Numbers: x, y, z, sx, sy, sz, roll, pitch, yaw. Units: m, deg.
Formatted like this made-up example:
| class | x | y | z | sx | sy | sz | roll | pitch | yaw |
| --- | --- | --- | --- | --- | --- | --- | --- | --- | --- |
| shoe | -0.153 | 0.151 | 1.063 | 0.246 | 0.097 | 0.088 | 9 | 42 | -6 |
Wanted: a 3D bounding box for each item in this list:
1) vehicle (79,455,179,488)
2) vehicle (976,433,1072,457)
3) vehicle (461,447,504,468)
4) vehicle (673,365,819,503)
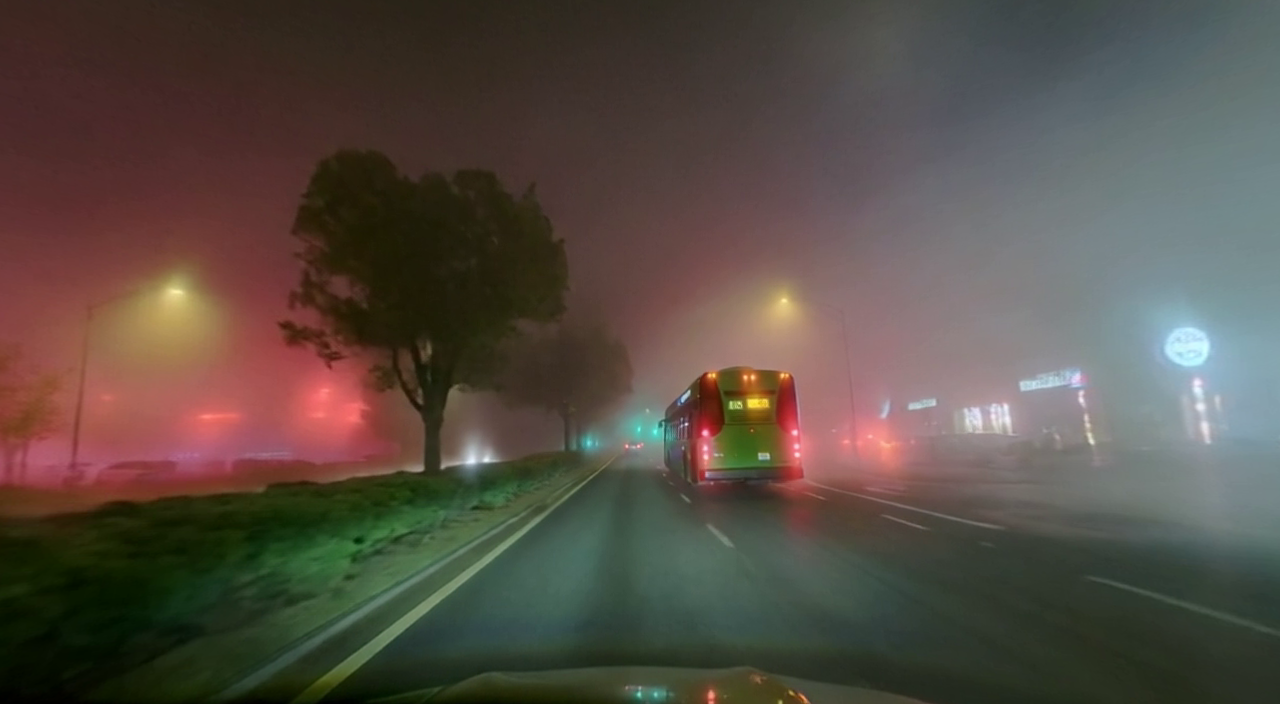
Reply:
| class | x | y | z | sx | sy | sz | roll | pitch | yaw |
| --- | --- | --- | --- | --- | --- | --- | --- | --- | --- |
| vehicle | -31.999 | 7.473 | 39.632 | 2.119 | 1.714 | 4.993 | -3 | -8 | 0 |
| vehicle | 23.919 | 5.816 | 39.310 | 4.659 | 1.434 | 1.900 | -1 | -8 | 2 |
| vehicle | -12.391 | 8.318 | 49.785 | 2.081 | 1.492 | 4.668 | 0 | -8 | 1 |
| vehicle | 2.789 | 2.627 | 19.827 | 2.766 | 3.306 | 9.281 | 0 | -8 | -1 |
